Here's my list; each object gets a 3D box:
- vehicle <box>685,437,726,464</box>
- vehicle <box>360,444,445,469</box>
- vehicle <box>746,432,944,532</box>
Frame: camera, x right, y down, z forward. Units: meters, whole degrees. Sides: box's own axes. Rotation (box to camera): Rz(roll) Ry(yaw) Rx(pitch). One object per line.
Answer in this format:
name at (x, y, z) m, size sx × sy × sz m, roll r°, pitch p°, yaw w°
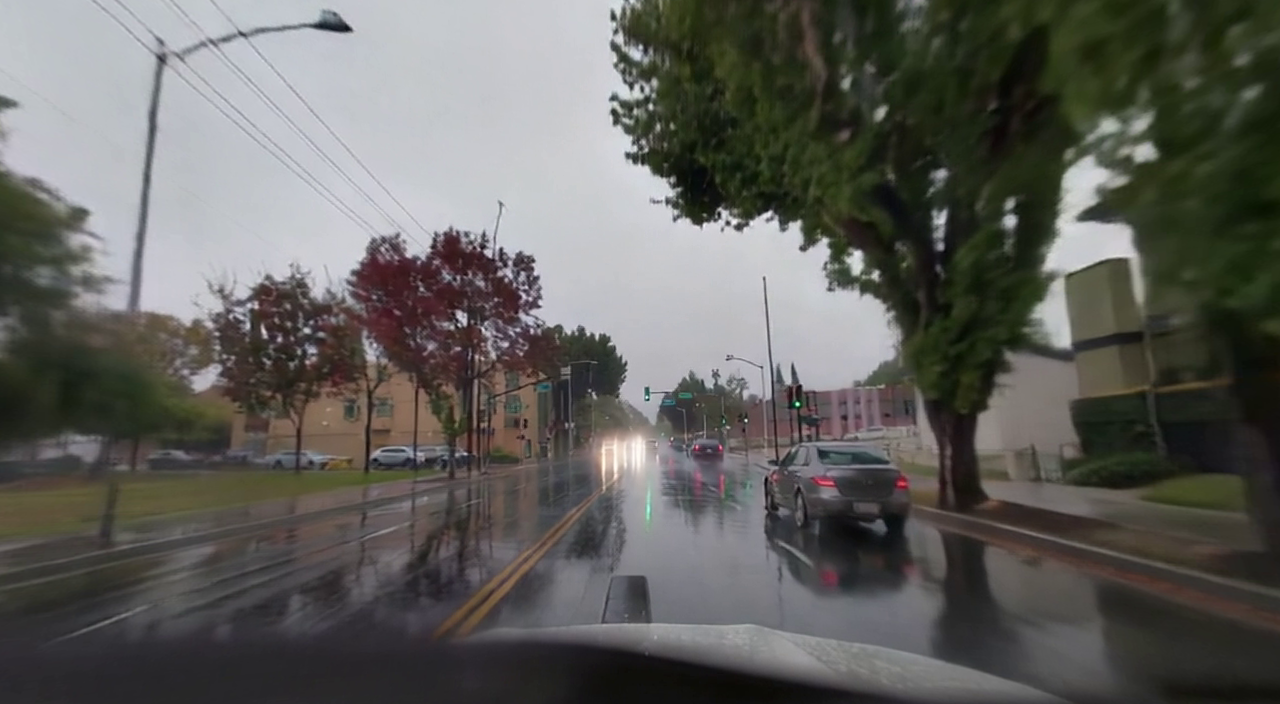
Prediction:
vehicle at (3.987, 6.120, 39.117) m, size 2.035 × 1.564 × 4.719 m, roll 0°, pitch -9°, yaw -1°
vehicle at (-17.390, 7.668, 46.277) m, size 5.361 × 1.767 × 2.179 m, roll -1°, pitch -9°, yaw 5°
vehicle at (3.483, 2.316, 11.921) m, size 2.072 × 1.471 × 4.834 m, roll 0°, pitch -9°, yaw -1°
